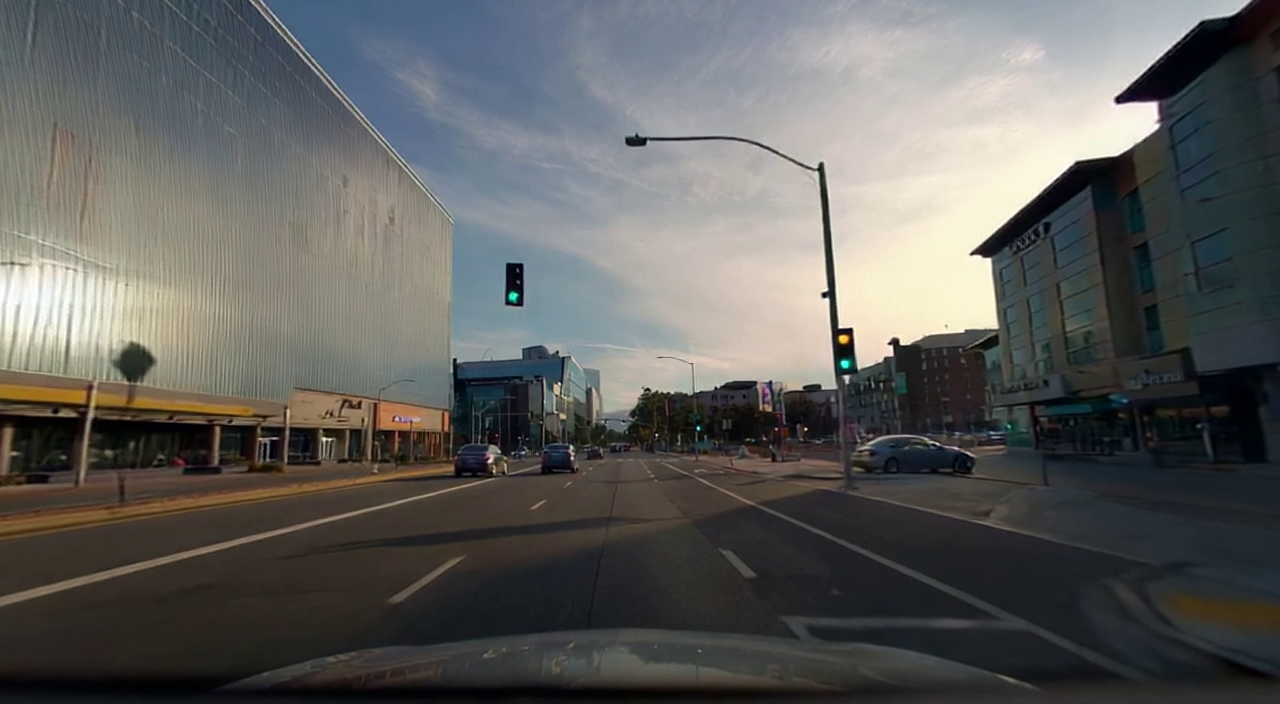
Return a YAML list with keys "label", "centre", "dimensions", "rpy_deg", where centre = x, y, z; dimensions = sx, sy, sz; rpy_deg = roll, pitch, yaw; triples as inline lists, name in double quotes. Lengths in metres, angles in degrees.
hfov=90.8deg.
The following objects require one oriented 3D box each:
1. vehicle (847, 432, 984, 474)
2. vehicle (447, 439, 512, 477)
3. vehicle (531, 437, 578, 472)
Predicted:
- label: "vehicle"
  centre: [10.759, 4.006, 24.989]
  dimensions: [4.513, 1.541, 1.948]
  rpy_deg: [-1, -9, 5]
- label: "vehicle"
  centre: [-7.467, 4.966, 29.833]
  dimensions: [1.909, 1.605, 4.561]
  rpy_deg: [0, -8, -1]
- label: "vehicle"
  centre: [-4.574, 5.572, 34.470]
  dimensions: [2.052, 1.729, 4.195]
  rpy_deg: [0, -8, -1]
